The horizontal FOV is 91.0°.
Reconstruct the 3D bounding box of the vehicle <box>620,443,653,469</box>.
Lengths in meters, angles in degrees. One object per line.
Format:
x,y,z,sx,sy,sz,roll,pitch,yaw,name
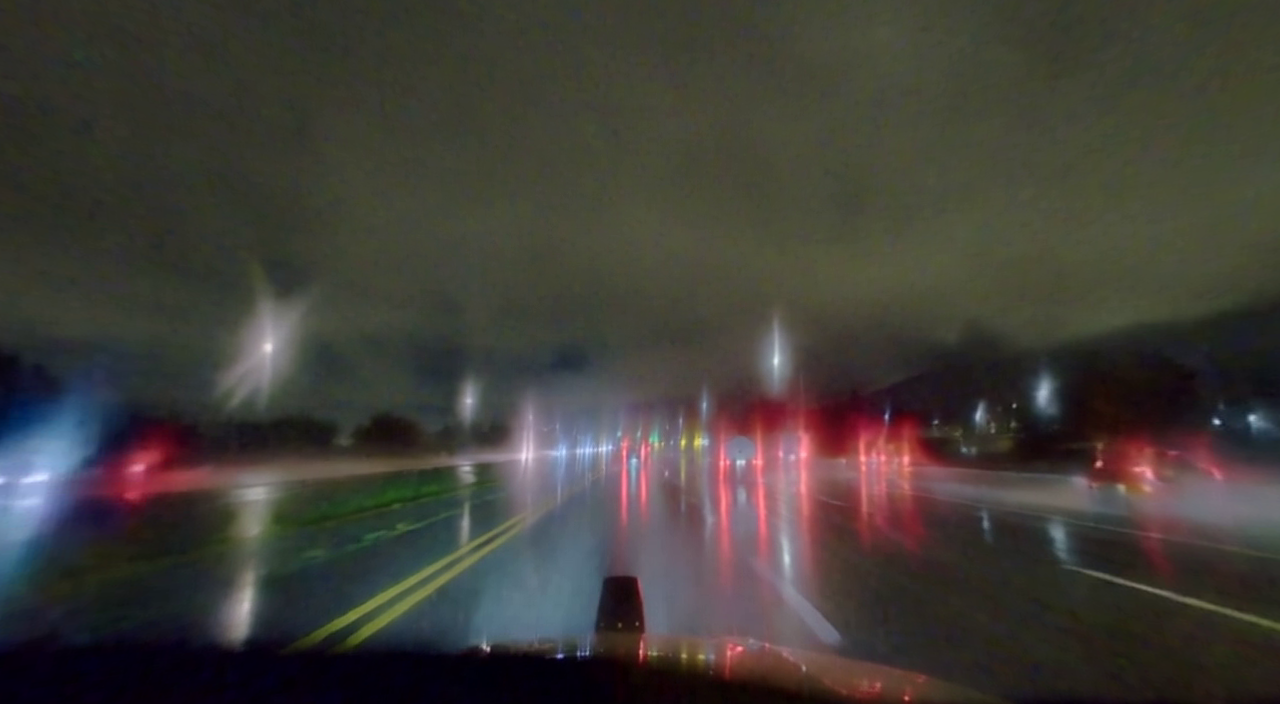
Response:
-0.214,7.120,43.044,2.142,1.664,4.076,0,-9,0,vehicle

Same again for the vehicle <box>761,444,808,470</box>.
10.610,7.745,46.589,2.161,1.824,4.876,1,-9,-1,vehicle

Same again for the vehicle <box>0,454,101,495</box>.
-25.600,5.068,26.333,1.896,1.549,4.654,0,-9,1,vehicle

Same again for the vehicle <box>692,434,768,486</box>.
3.405,4.227,24.860,2.269,1.839,4.554,1,-9,-1,vehicle
